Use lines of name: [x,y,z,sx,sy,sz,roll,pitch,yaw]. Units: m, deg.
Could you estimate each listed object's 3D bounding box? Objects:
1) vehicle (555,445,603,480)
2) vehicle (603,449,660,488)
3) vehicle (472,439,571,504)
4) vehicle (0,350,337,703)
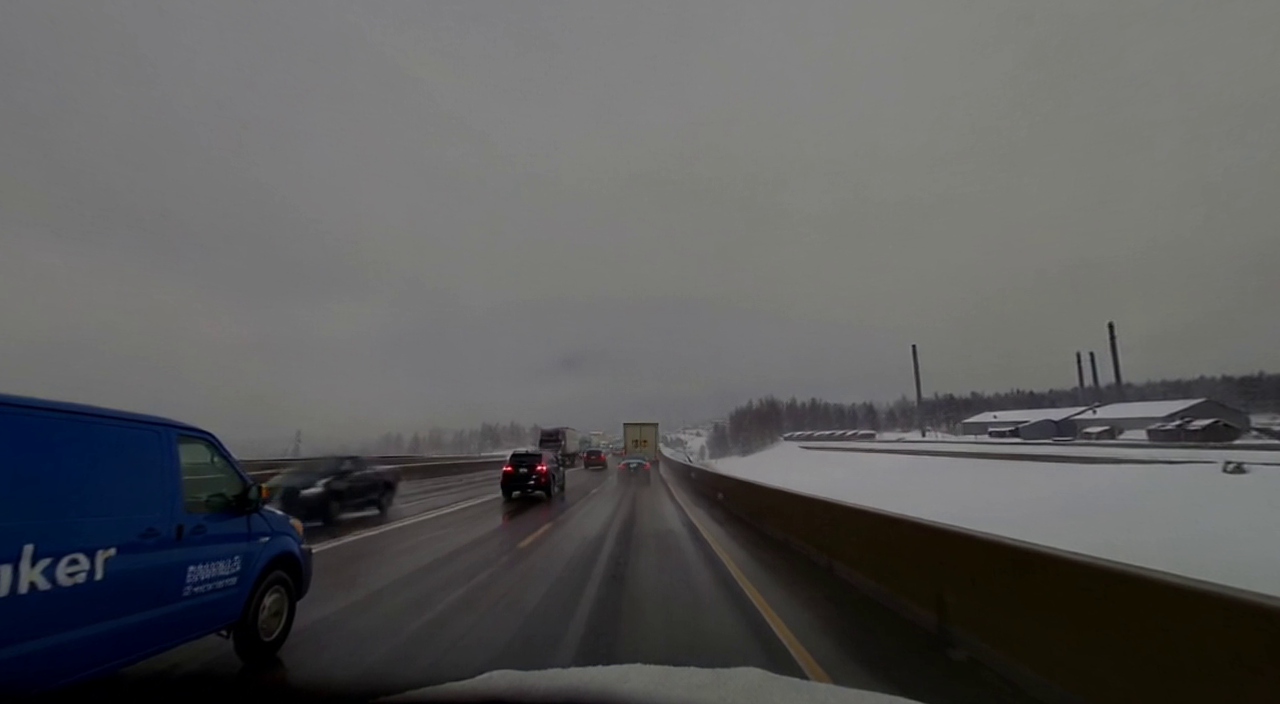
vehicle: [-3.053,5.636,32.385,1.994,1.663,4.047,0,-9,1]
vehicle: [-0.298,4.587,25.129,2.095,1.393,3.908,0,-9,0]
vehicle: [-3.198,3.323,17.978,1.937,1.600,4.141,0,-9,1]
vehicle: [-3.274,0.858,2.243,2.117,1.688,4.582,0,-9,0]
